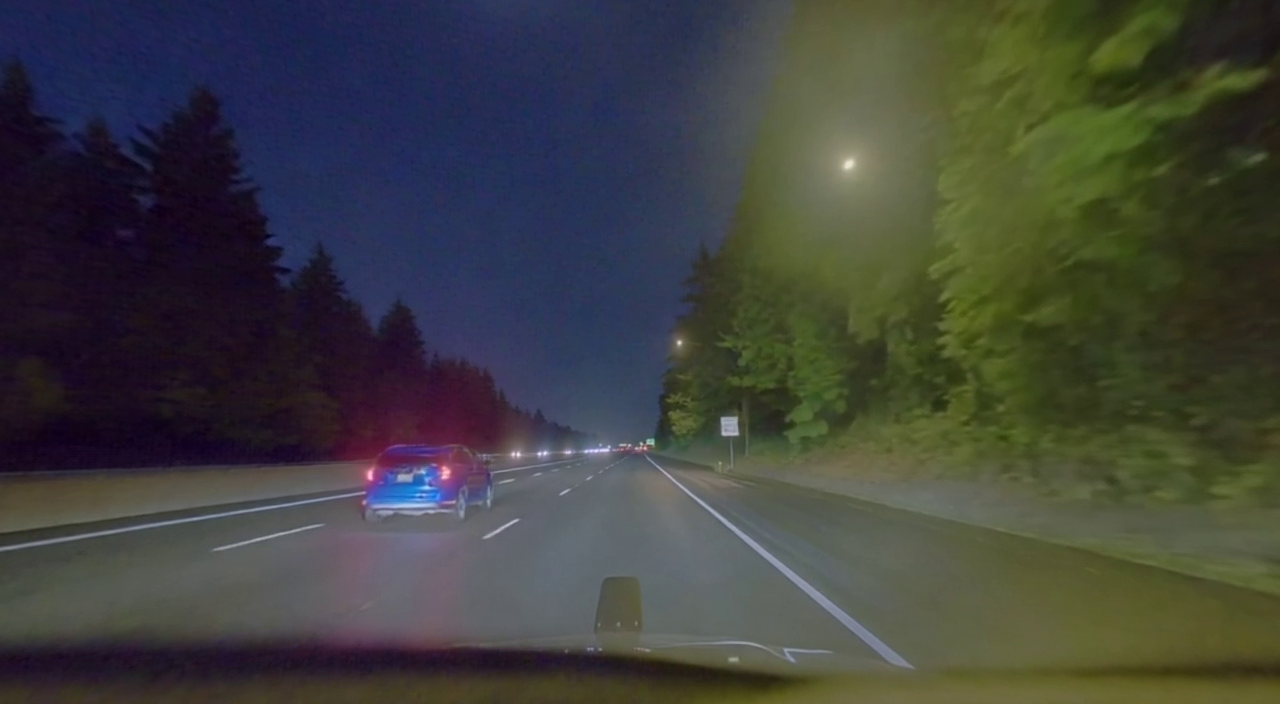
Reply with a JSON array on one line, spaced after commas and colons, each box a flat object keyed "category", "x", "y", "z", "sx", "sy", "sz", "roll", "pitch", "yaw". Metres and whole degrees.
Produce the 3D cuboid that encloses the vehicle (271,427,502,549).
[{"category": "vehicle", "x": -3.925, "y": 2.193, "z": 10.743, "sx": 2.104, "sy": 1.626, "sz": 4.283, "roll": -1, "pitch": -9, "yaw": 1}]
